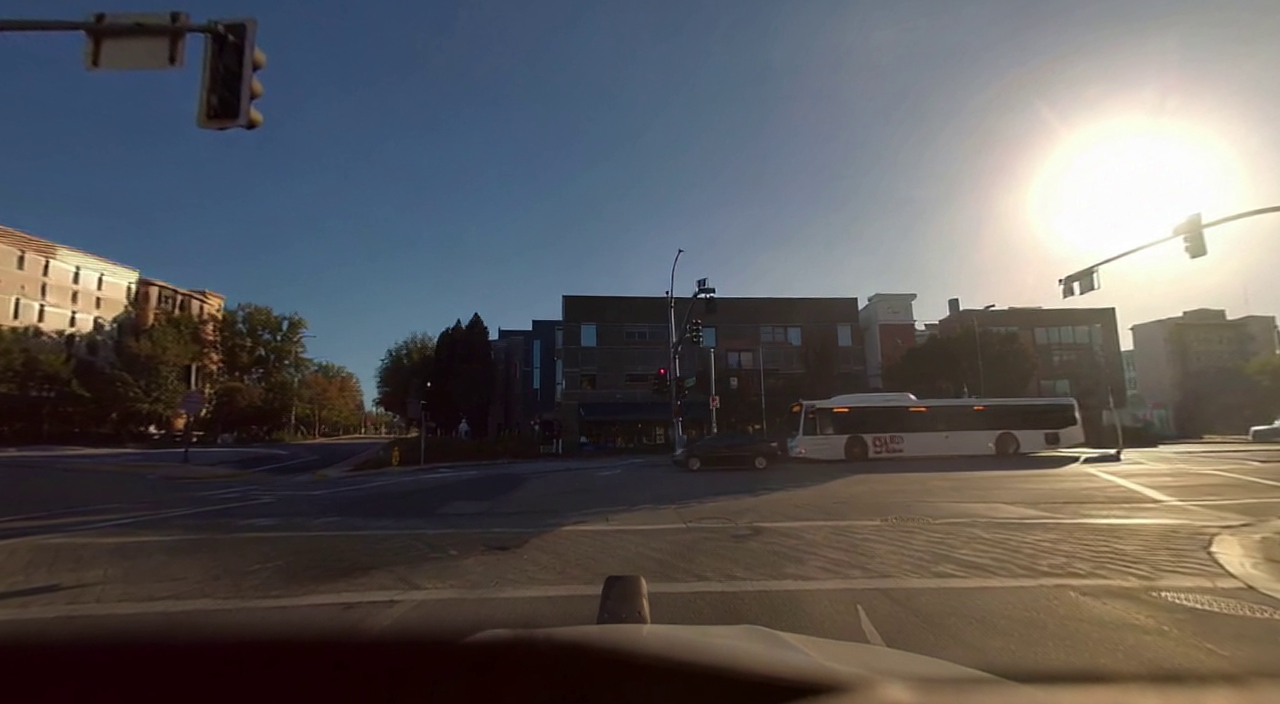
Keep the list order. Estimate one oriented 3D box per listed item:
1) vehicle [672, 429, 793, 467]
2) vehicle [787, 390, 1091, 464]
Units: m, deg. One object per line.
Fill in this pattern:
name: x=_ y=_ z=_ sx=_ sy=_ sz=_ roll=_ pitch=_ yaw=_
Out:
vehicle: x=3.660 y=3.898 z=25.423 sx=4.538 sy=1.461 sz=1.805 roll=0 pitch=-9 yaw=-2
vehicle: x=13.816 y=3.613 z=29.812 sx=12.822 sy=3.296 sz=3.033 roll=0 pitch=-9 yaw=-1
